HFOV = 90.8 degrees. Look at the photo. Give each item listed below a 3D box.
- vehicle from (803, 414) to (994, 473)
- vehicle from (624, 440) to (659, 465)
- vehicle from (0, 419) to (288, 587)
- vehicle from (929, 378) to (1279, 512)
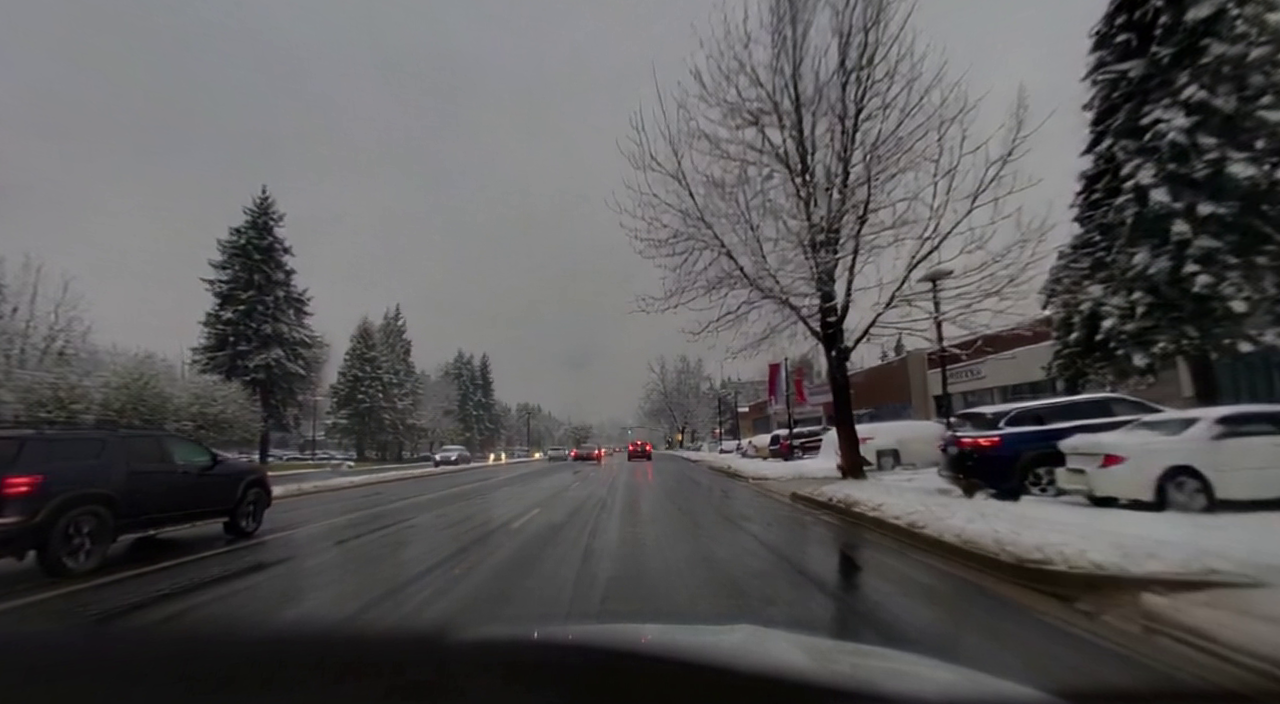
[{"bbox_3d":[9.329,3.366,23.245,5.976,1.994,2.295,0,-8,0],"label":"vehicle"},{"bbox_3d":[0.032,6.286,39.632,2.061,1.469,3.954,0,-9,-1],"label":"vehicle"},{"bbox_3d":[-7.190,1.839,8.634,2.038,1.649,4.665,0,-9,0],"label":"vehicle"},{"bbox_3d":[8.690,1.713,11.410,5.895,1.980,2.315,-6,-11,32],"label":"vehicle"}]
